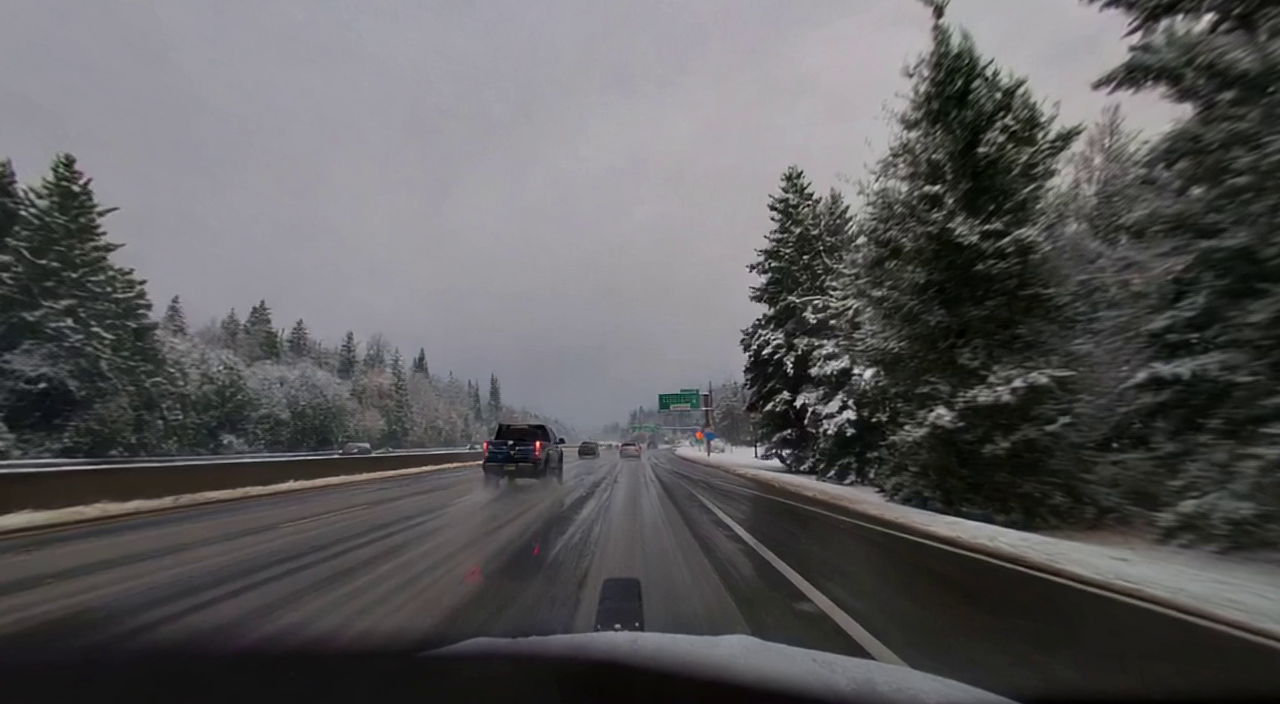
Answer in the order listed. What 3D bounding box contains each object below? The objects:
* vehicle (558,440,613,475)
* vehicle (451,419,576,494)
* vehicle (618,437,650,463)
[{"bbox_3d":[-2.531,5.058,30.577,2.068,1.539,4.720,0,-9,3],"label":"vehicle"},{"bbox_3d":[-3.627,3.175,19.418,2.497,1.957,5.432,0,-9,3],"label":"vehicle"},{"bbox_3d":[-0.456,7.421,48.124,2.306,1.857,4.657,0,-9,0],"label":"vehicle"}]
